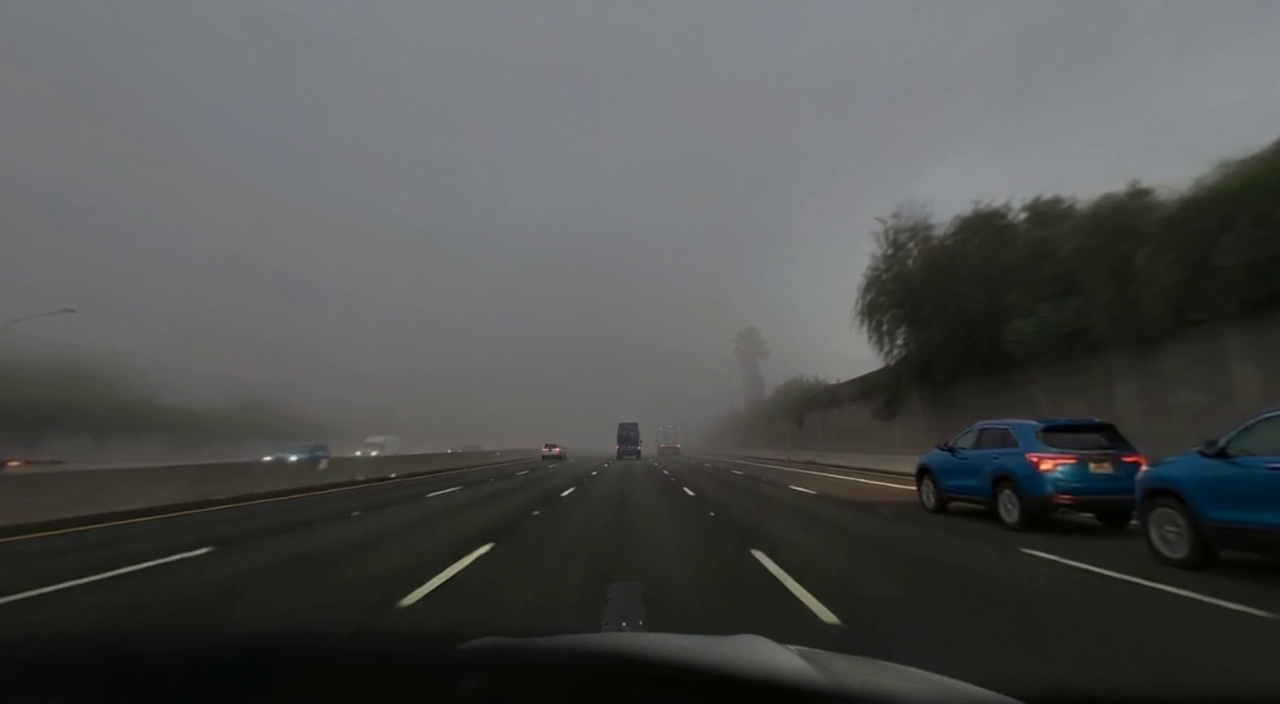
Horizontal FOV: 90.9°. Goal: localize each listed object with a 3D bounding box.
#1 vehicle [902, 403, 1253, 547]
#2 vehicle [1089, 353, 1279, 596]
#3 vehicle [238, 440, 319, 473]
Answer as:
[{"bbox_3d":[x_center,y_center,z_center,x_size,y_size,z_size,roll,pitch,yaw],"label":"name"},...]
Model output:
[{"bbox_3d":[6.963,2.021,11.139,2.361,1.911,5.286,0,-8,0],"label":"vehicle"},{"bbox_3d":[7.071,1.092,5.579,2.408,2.210,4.999,0,-8,0],"label":"vehicle"},{"bbox_3d":[-17.832,5.149,31.330,1.764,1.488,3.670,0,-8,1],"label":"vehicle"}]
